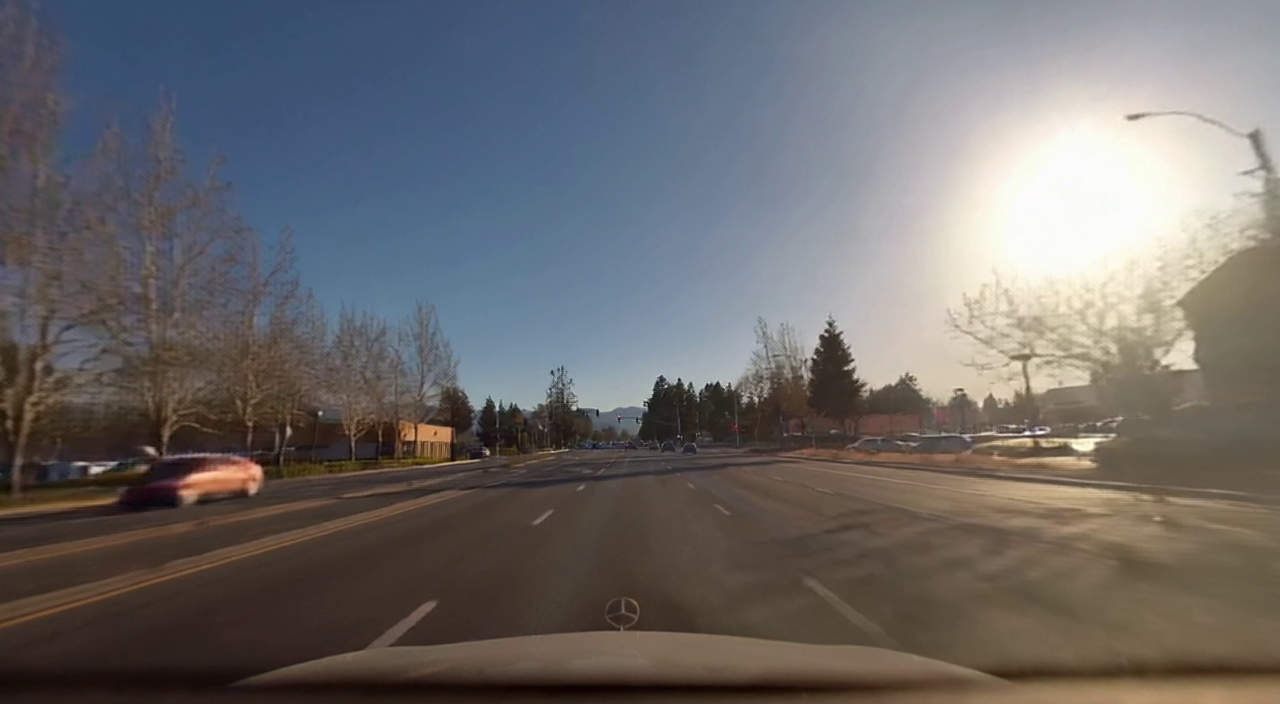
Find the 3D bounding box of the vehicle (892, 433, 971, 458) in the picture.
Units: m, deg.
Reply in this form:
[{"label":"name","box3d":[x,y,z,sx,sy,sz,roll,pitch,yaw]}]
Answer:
[{"label":"vehicle","box3d":[22.154,7.110,48.125,4.893,1.873,2.191,1,-8,-6]}]

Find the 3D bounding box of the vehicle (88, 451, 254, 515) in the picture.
[{"label":"vehicle","box3d":[-14.957,4.137,20.543,1.998,1.785,4.362,0,-8,0]}]
